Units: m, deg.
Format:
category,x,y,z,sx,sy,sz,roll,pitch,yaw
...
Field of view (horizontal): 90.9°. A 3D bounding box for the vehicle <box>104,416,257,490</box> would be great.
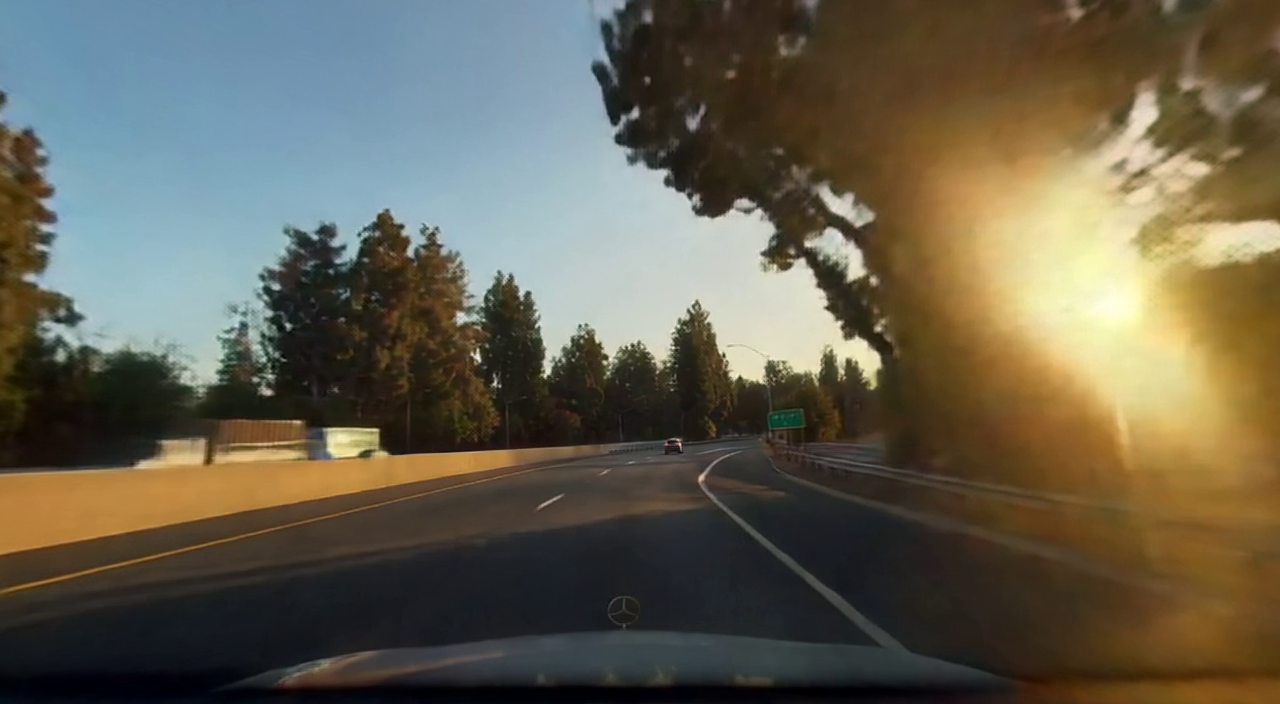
category,x,y,z,sx,sy,sz,roll,pitch,yaw
vehicle,-28.274,6.272,39.501,3.008,4.074,8.176,-1,-8,2
